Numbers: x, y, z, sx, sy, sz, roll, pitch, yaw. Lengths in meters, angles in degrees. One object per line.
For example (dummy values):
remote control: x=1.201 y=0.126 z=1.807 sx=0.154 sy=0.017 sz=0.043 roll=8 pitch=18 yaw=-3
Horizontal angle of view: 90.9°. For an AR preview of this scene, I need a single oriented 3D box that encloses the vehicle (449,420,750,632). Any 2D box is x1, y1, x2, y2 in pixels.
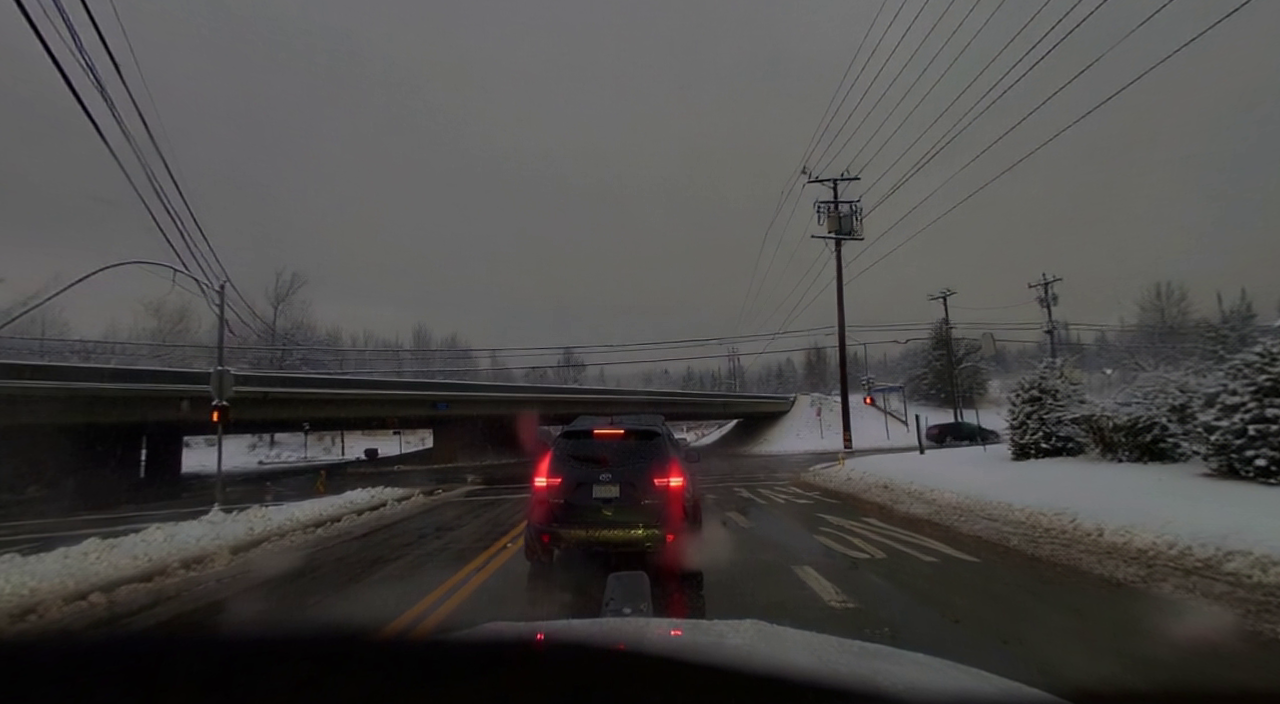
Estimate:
vehicle: x=-0.245 y=1.520 z=6.465 sx=2.090 sy=1.458 sz=4.033 roll=-1 pitch=-9 yaw=1
